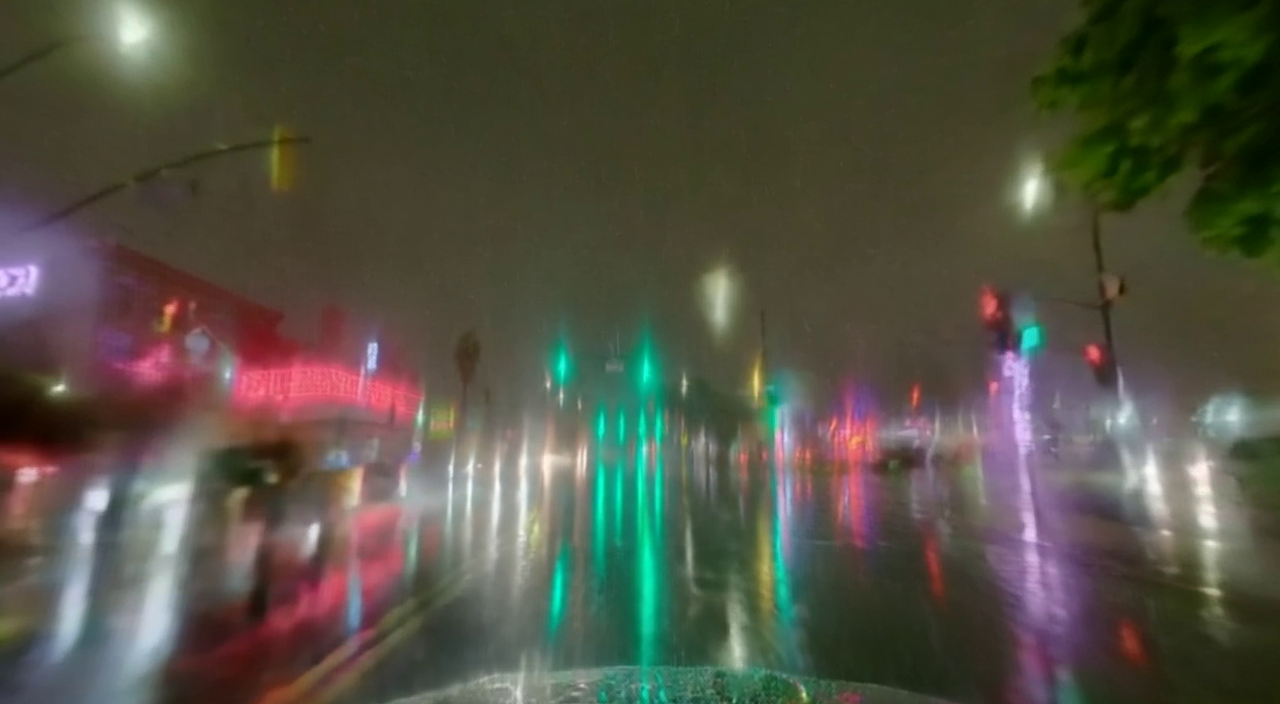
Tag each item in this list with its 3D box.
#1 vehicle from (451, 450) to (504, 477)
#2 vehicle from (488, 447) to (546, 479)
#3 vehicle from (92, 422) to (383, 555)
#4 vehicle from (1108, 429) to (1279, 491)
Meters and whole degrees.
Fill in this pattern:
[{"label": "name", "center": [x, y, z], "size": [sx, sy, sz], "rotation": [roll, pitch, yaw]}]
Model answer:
[{"label": "vehicle", "center": [-10.049, 6.932, 39.300], "size": [1.919, 1.518, 4.360], "rotation": [-1, -8, 3]}, {"label": "vehicle", "center": [-6.137, 5.537, 31.868], "size": [2.007, 1.478, 4.328], "rotation": [0, -8, 1]}, {"label": "vehicle", "center": [-6.321, 2.160, 10.731], "size": [2.041, 1.756, 4.392], "rotation": [0, -8, 0]}, {"label": "vehicle", "center": [16.583, 3.099, 18.301], "size": [4.299, 1.679, 2.011], "rotation": [0, -8, 1]}]
